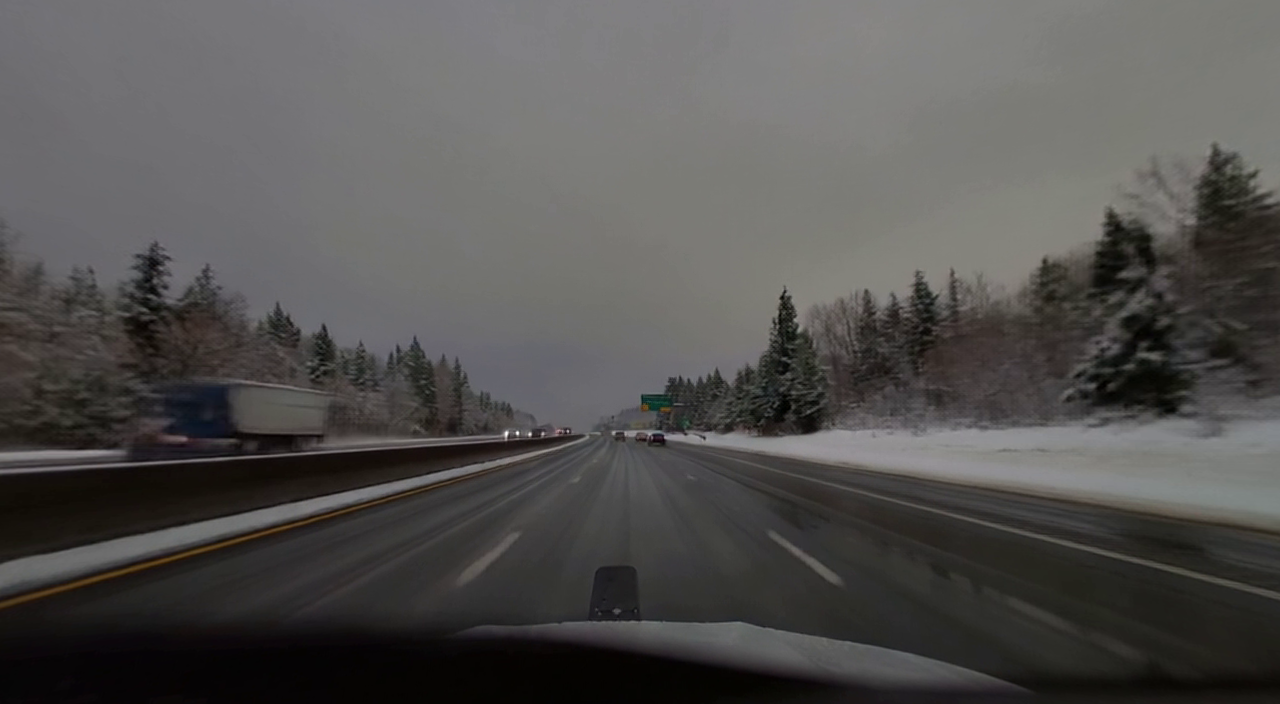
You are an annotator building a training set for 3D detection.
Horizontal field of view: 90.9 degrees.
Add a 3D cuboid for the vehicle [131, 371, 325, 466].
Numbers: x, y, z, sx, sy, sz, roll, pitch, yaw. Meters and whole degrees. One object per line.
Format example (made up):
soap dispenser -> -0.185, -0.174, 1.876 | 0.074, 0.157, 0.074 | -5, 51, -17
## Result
vehicle -> -19.909, 3.467, 31.667 | 2.945, 3.987, 10.214 | 0, -8, -1
